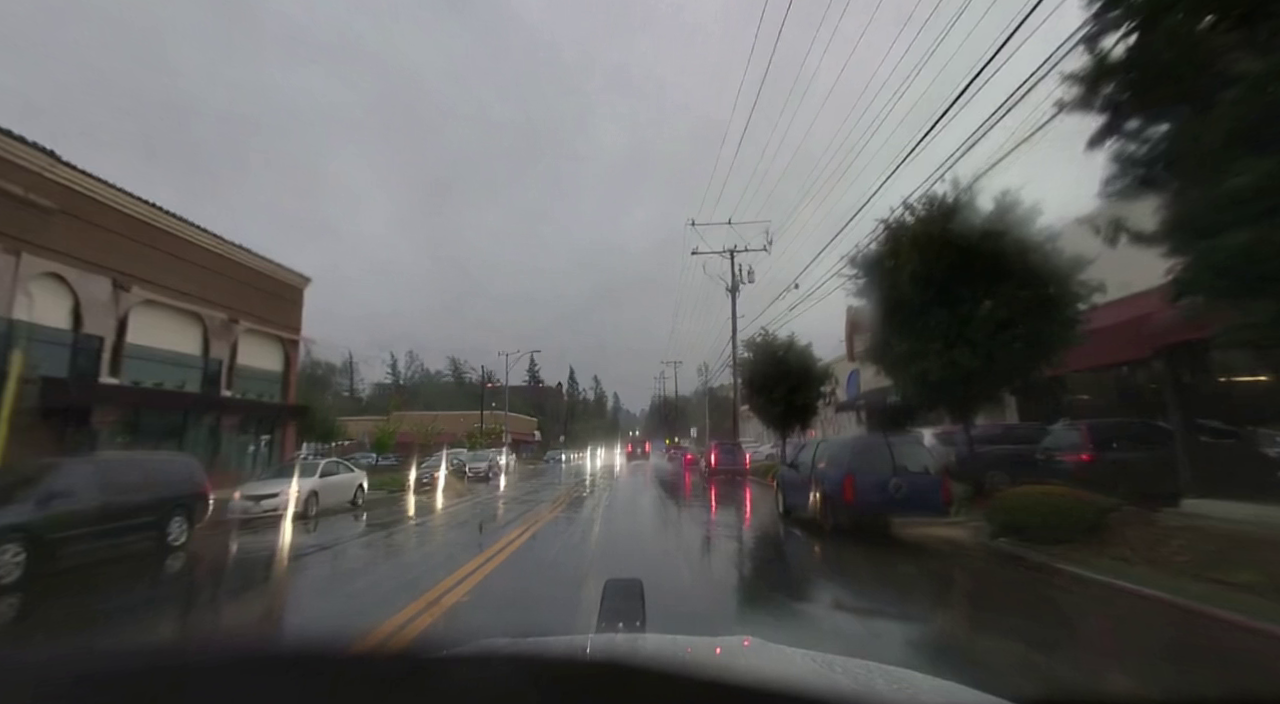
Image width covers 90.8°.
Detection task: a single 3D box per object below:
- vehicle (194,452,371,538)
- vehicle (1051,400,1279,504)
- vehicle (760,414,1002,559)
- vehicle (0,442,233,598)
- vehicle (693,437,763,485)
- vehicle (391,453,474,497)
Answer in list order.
[{"bbox_3d":[-8.600,3.414,15.764,1.860,1.565,4.569,-3,-7,-1],"label":"vehicle"},{"bbox_3d":[10.586,1.844,11.751,4.477,1.740,1.934,0,-9,-2],"label":"vehicle"},{"bbox_3d":[3.415,2.036,10.110,1.962,1.752,4.478,-1,-10,-1],"label":"vehicle"},{"bbox_3d":[-8.702,2.327,9.308,1.899,1.780,5.225,-3,-7,1],"label":"vehicle"},{"bbox_3d":[3.450,4.408,25.802,2.088,1.765,4.704,0,-9,-1],"label":"vehicle"},{"bbox_3d":[-8.719,5.177,27.033,2.022,1.501,4.860,0,-7,-2],"label":"vehicle"}]
